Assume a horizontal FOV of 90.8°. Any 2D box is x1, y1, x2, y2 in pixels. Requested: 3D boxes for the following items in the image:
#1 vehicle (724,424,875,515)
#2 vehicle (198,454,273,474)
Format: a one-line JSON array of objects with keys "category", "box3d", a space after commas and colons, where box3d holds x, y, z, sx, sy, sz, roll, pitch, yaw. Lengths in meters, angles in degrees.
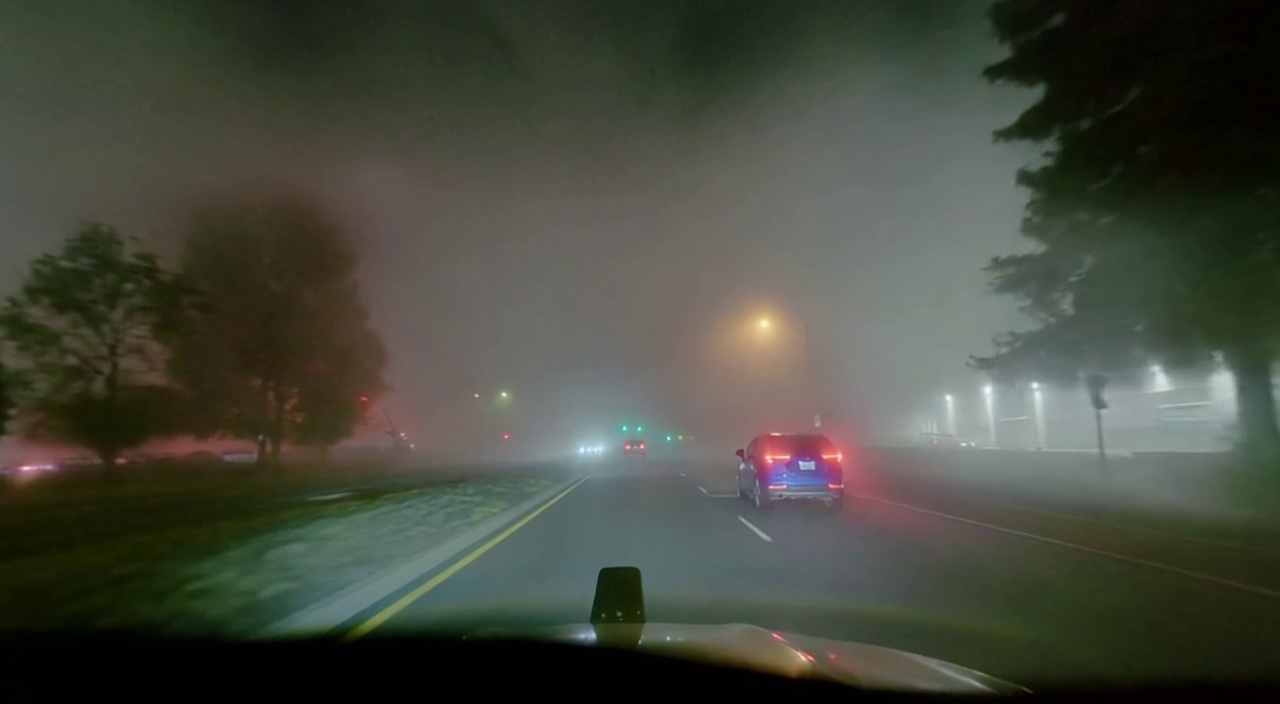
[{"category": "vehicle", "box3d": [3.233, 2.476, 13.813, 2.060, 1.665, 4.284, 0, -8, -2]}, {"category": "vehicle", "box3d": [-31.023, 8.591, 48.546, 4.415, 1.418, 1.961, 0, -8, -1]}]
